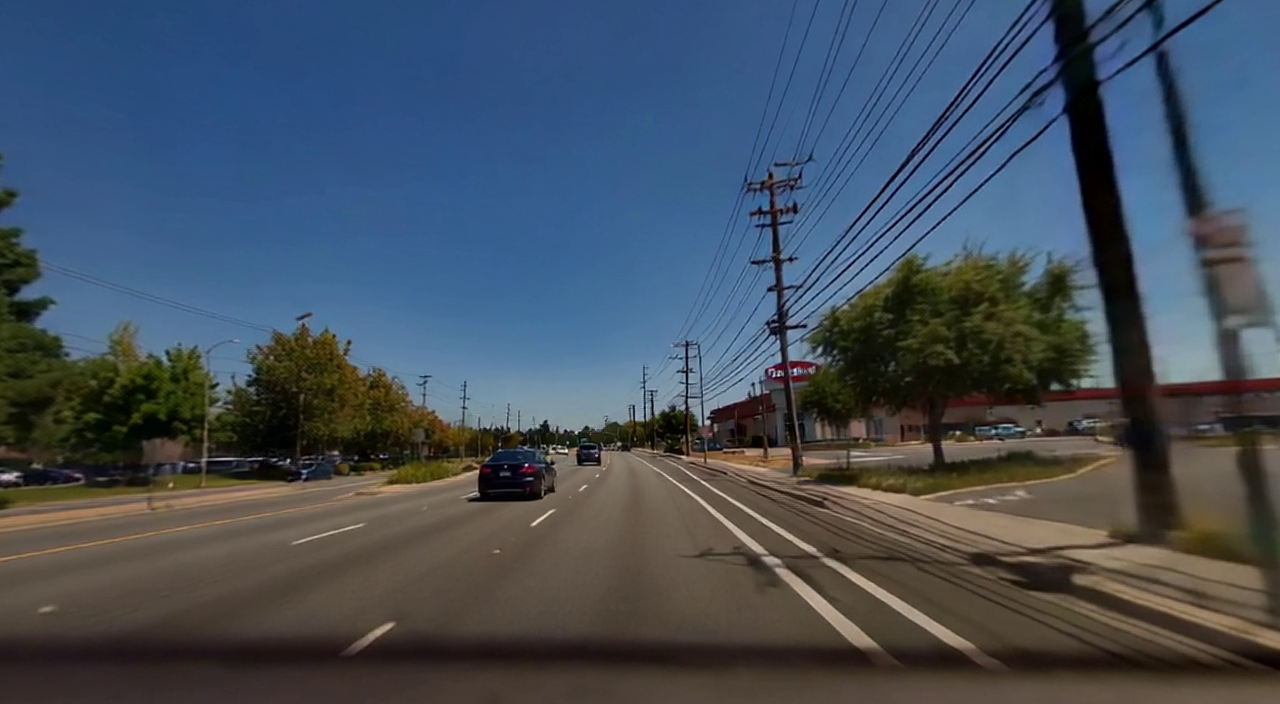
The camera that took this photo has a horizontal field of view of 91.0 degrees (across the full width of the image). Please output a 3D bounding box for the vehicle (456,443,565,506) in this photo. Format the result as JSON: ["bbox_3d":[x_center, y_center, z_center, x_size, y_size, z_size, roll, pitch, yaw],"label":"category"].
[{"bbox_3d":[-3.352,3.276,17.267,1.942,1.469,4.426,0,-9,1],"label":"vehicle"}]

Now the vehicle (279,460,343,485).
[{"bbox_3d":[-24.736,9.051,47.544,1.973,1.695,4.541,-1,-9,7],"label":"vehicle"}]

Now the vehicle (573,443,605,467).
[{"bbox_3d":[-3.803,7.754,47.525,2.087,1.736,4.311,0,-9,0],"label":"vehicle"}]
